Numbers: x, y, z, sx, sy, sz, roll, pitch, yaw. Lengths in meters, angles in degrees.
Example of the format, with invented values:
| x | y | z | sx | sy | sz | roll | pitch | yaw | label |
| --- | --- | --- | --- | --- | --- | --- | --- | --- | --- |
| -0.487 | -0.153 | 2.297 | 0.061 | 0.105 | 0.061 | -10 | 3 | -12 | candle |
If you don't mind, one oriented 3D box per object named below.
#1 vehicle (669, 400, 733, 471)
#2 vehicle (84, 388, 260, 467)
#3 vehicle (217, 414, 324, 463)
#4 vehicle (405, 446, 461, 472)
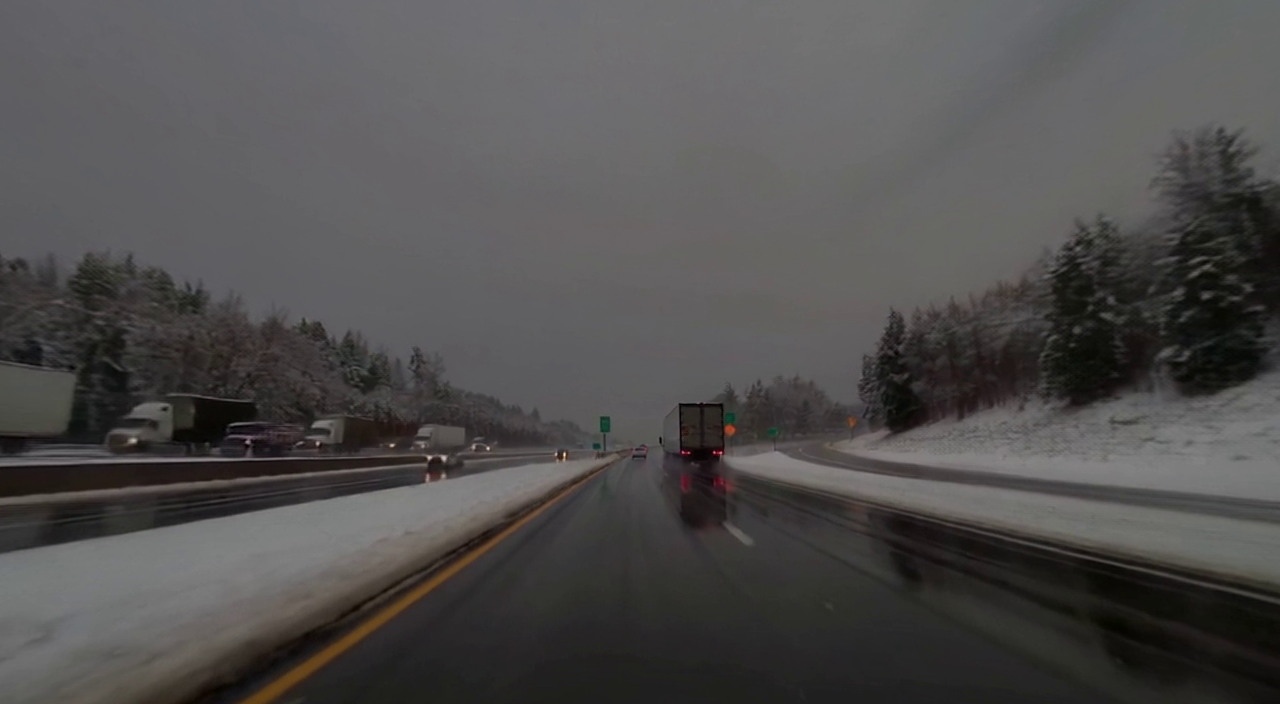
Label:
| x | y | z | sx | sy | sz | roll | pitch | yaw | label |
| --- | --- | --- | --- | --- | --- | --- | --- | --- | --- |
| 3.870 | 5.879 | 43.425 | 3.185 | 4.154 | 12.638 | 0 | -9 | 0 | vehicle |
| -26.348 | 4.530 | 36.334 | 2.933 | 3.877 | 9.896 | 0 | -9 | -3 | vehicle |
| -26.493 | 6.355 | 45.701 | 2.870 | 3.173 | 7.891 | 0 | -9 | 1 | vehicle |
| -13.426 | 6.941 | 40.997 | 2.101 | 1.571 | 4.375 | 0 | -9 | 1 | vehicle |
